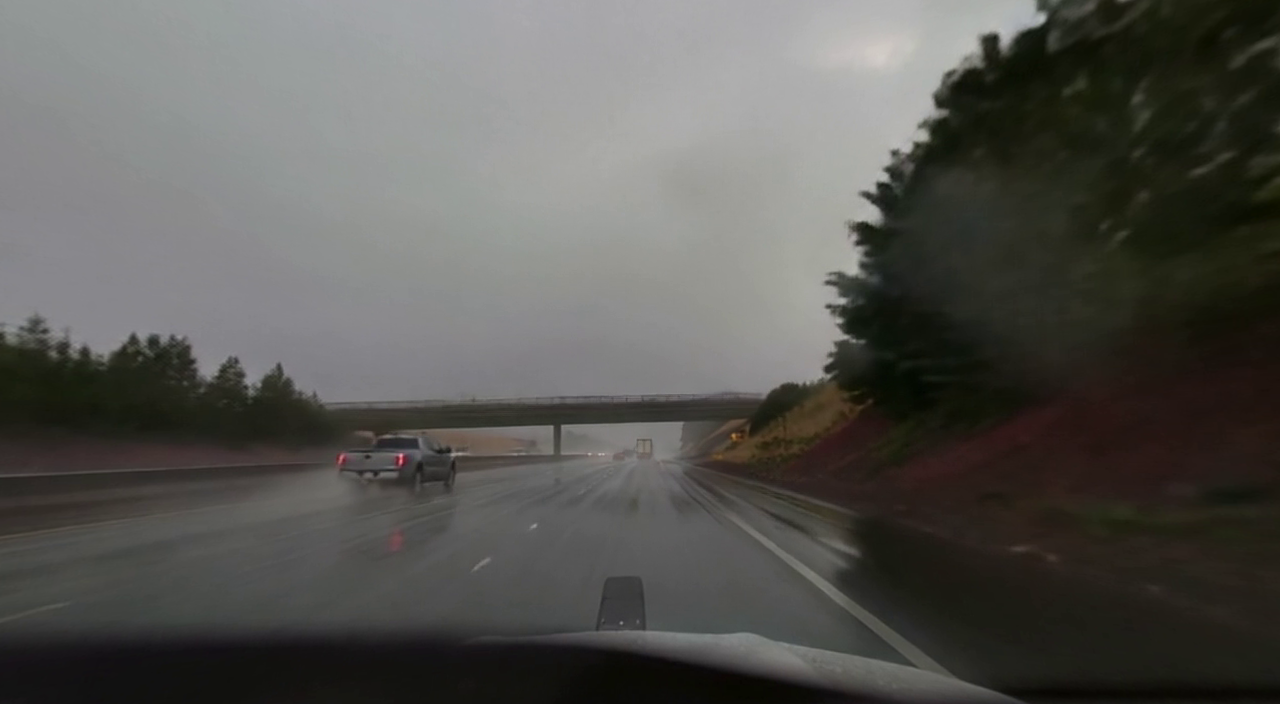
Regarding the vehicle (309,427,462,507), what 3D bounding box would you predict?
[{"bbox_3d":[-7.019,3.257,18.211,2.232,1.947,5.180,0,-9,0],"label":"vehicle"}]
